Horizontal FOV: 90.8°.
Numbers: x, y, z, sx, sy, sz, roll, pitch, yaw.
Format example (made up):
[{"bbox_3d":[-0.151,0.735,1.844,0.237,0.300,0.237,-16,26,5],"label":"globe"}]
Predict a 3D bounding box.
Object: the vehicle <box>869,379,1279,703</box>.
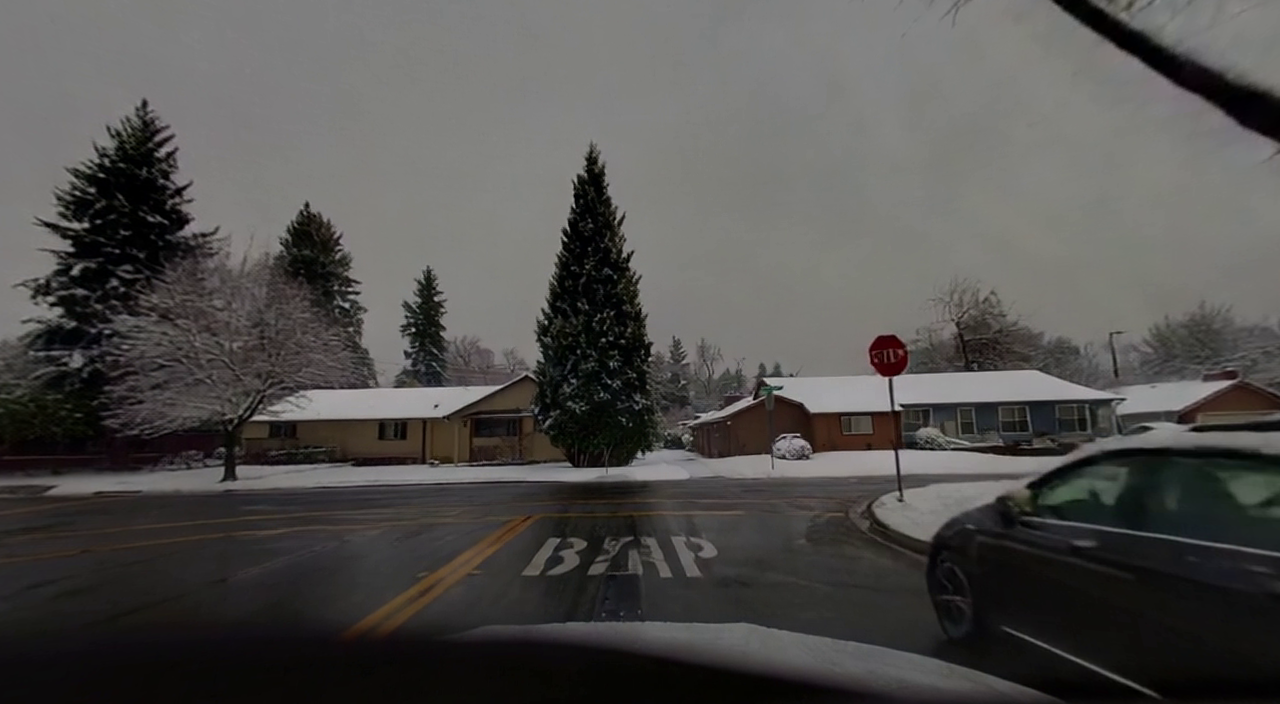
[{"bbox_3d":[2.950,0.943,2.652,2.167,1.479,4.597,0,-9,-1],"label":"vehicle"}]
